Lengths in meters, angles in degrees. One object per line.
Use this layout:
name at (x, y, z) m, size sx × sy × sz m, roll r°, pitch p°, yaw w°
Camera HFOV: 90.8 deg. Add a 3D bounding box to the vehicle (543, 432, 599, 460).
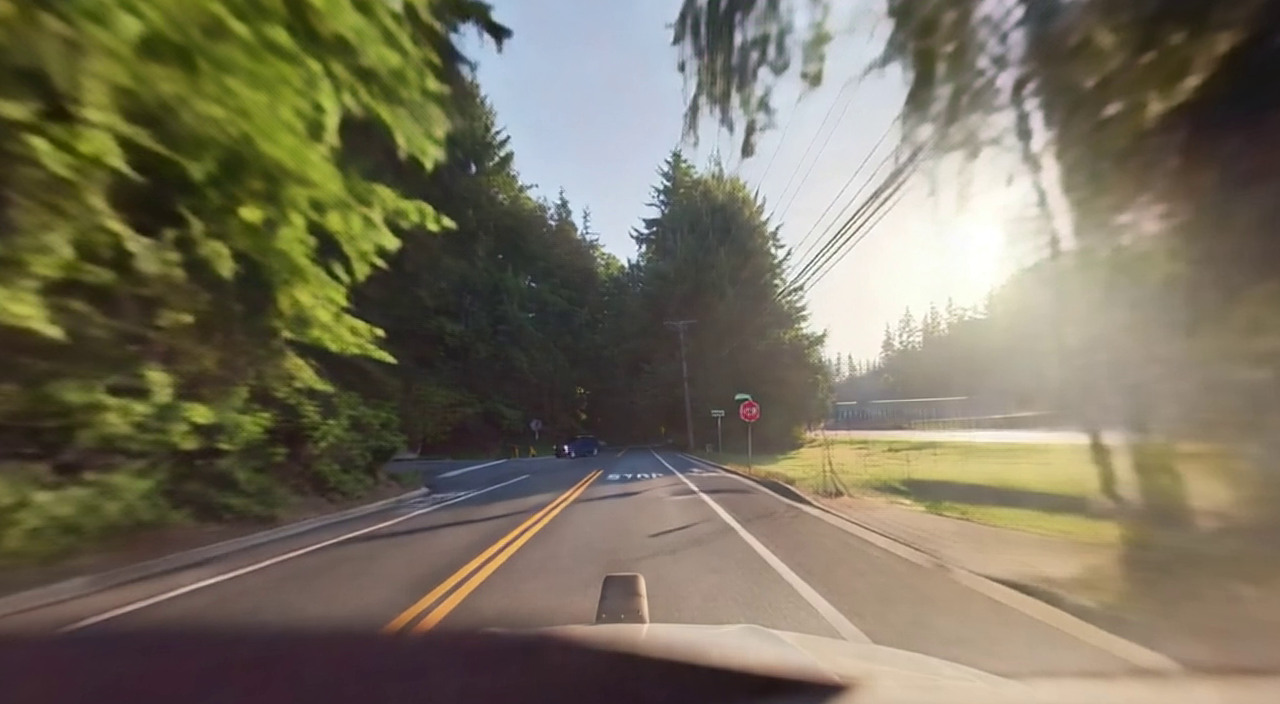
vehicle at (-5.107, 7.117, 47.641) m, size 2.348 × 1.973 × 5.020 m, roll -3°, pitch -9°, yaw 17°
